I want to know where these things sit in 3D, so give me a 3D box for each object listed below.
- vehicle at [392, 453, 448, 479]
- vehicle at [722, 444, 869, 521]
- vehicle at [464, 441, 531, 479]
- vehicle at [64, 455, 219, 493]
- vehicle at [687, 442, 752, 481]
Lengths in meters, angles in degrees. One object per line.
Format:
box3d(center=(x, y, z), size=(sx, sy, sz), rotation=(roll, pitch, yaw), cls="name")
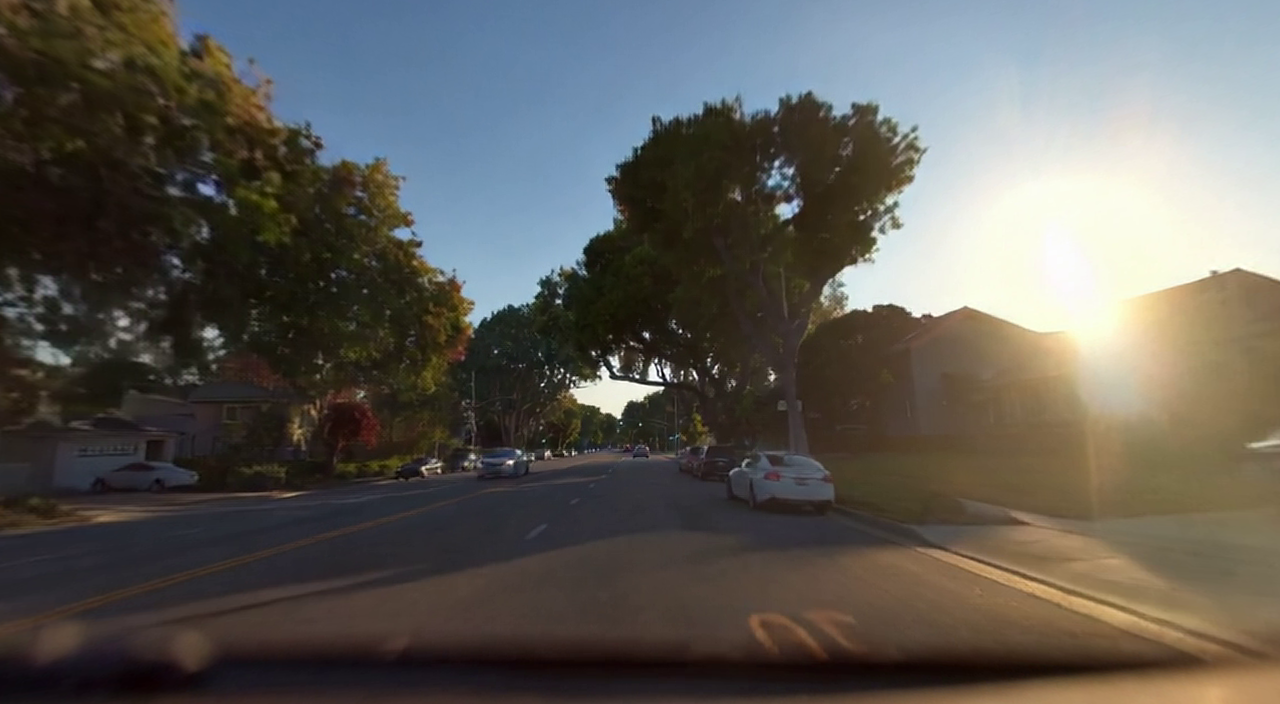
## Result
box3d(center=(-13.977, 7.258, 40.454), size=(2.021, 1.513, 4.568), rotation=(0, -9, -1), cls="vehicle")
box3d(center=(3.373, 2.951, 14.946), size=(2.158, 1.477, 5.135), rotation=(0, -9, 0), cls="vehicle")
box3d(center=(-7.183, 5.497, 32.430), size=(2.120, 1.726, 5.445), rotation=(0, -9, 0), cls="vehicle")
box3d(center=(-21.219, 5.187, 27.054), size=(4.870, 1.529, 2.004), rotation=(0, -9, 0), cls="vehicle")
box3d(center=(3.414, 4.830, 28.215), size=(2.034, 1.551, 5.272), rotation=(0, -9, -2), cls="vehicle")
